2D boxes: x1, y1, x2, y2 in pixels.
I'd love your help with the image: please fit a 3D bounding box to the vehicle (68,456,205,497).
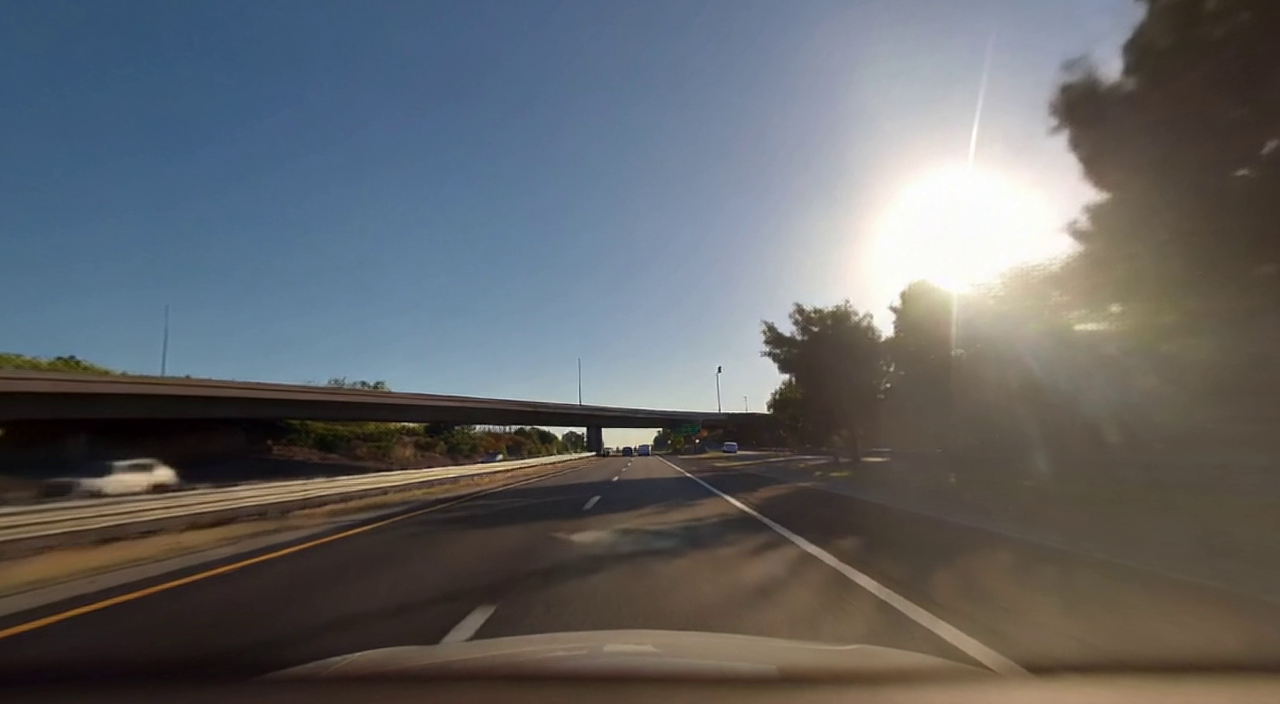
[{"bbox_3d":[-20.694,5.095,26.226,1.942,1.487,4.490,0,-9,1],"label":"vehicle"}]
